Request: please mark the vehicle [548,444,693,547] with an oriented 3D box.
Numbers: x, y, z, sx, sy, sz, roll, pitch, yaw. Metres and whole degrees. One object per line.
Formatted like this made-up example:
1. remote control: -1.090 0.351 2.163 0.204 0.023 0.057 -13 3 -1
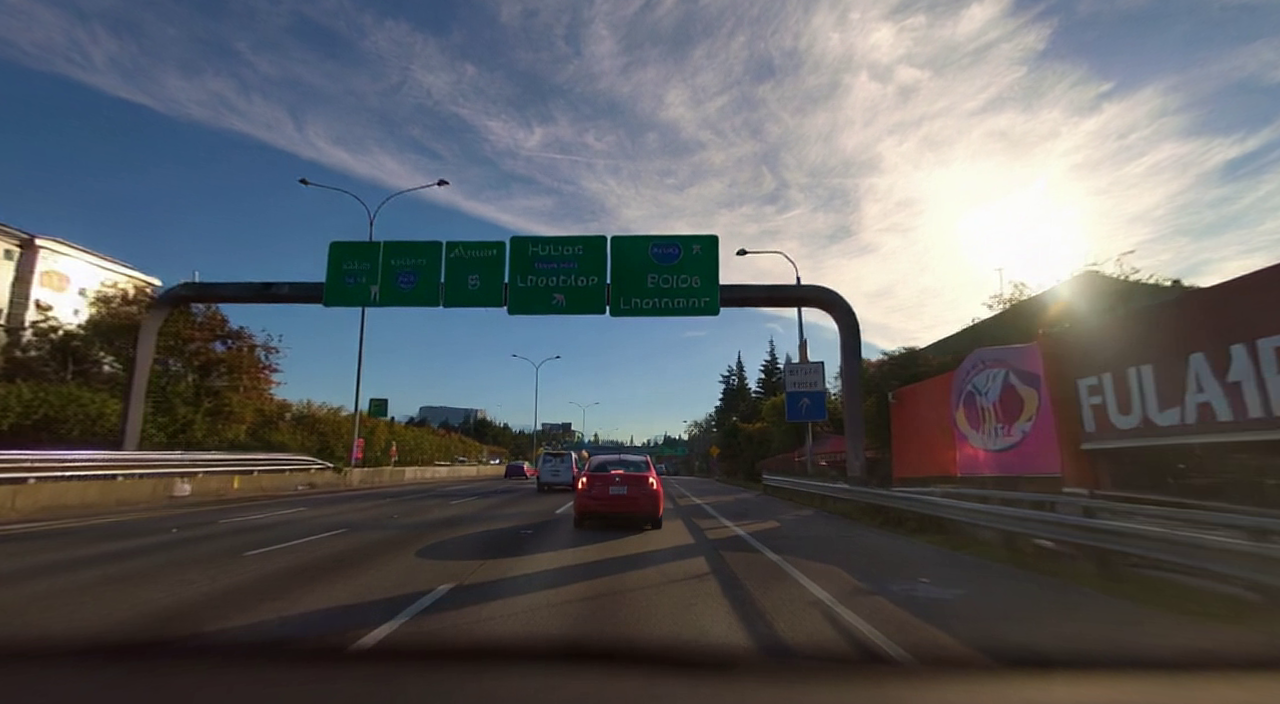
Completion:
1. vehicle: -0.289 2.350 10.986 2.063 1.442 3.933 0 -9 0
